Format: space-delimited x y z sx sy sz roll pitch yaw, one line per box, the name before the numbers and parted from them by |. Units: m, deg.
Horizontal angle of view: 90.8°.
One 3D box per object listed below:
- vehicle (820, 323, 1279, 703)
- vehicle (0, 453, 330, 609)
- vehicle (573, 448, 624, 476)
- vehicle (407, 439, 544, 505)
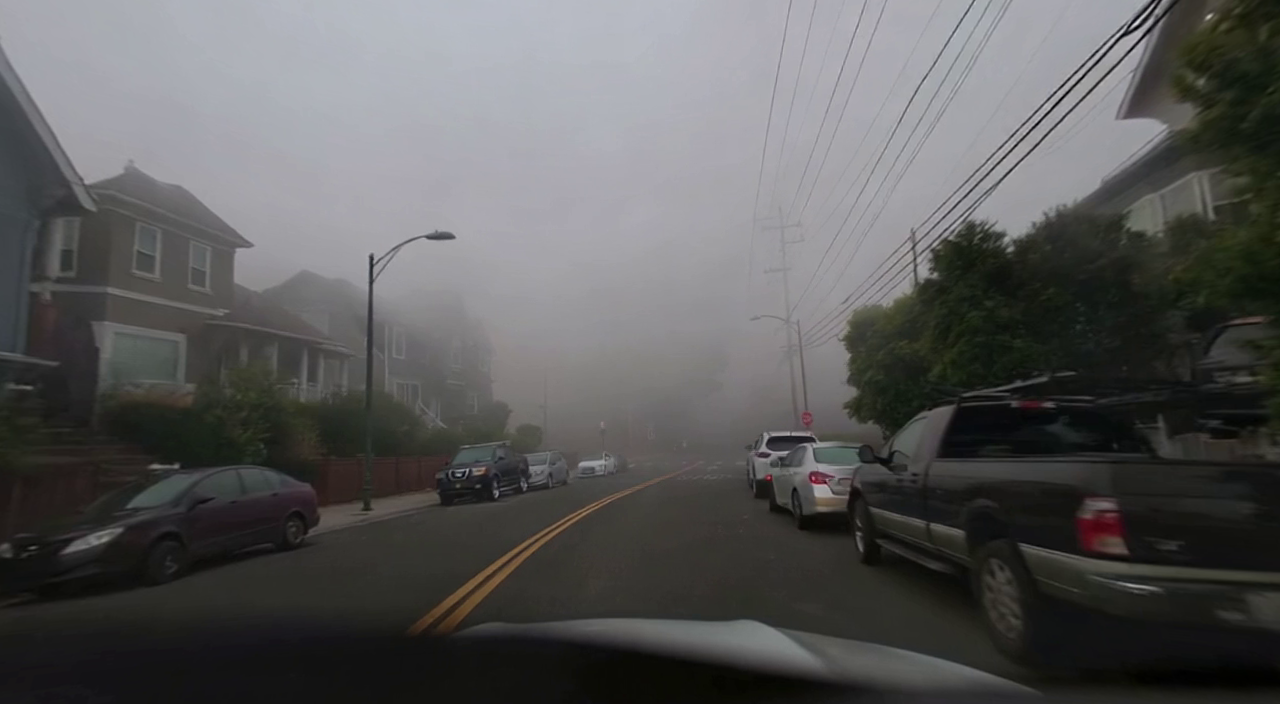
vehicle | 3.087 1.127 4.886 2.161 1.813 4.910 -1 -8 3
vehicle | -7.317 2.465 9.812 2.086 1.706 4.649 -2 -8 9
vehicle | -2.347 6.414 37.040 2.098 1.454 4.449 -2 -8 8
vehicle | -5.385 4.014 21.851 2.359 1.947 5.833 -2 -8 9
